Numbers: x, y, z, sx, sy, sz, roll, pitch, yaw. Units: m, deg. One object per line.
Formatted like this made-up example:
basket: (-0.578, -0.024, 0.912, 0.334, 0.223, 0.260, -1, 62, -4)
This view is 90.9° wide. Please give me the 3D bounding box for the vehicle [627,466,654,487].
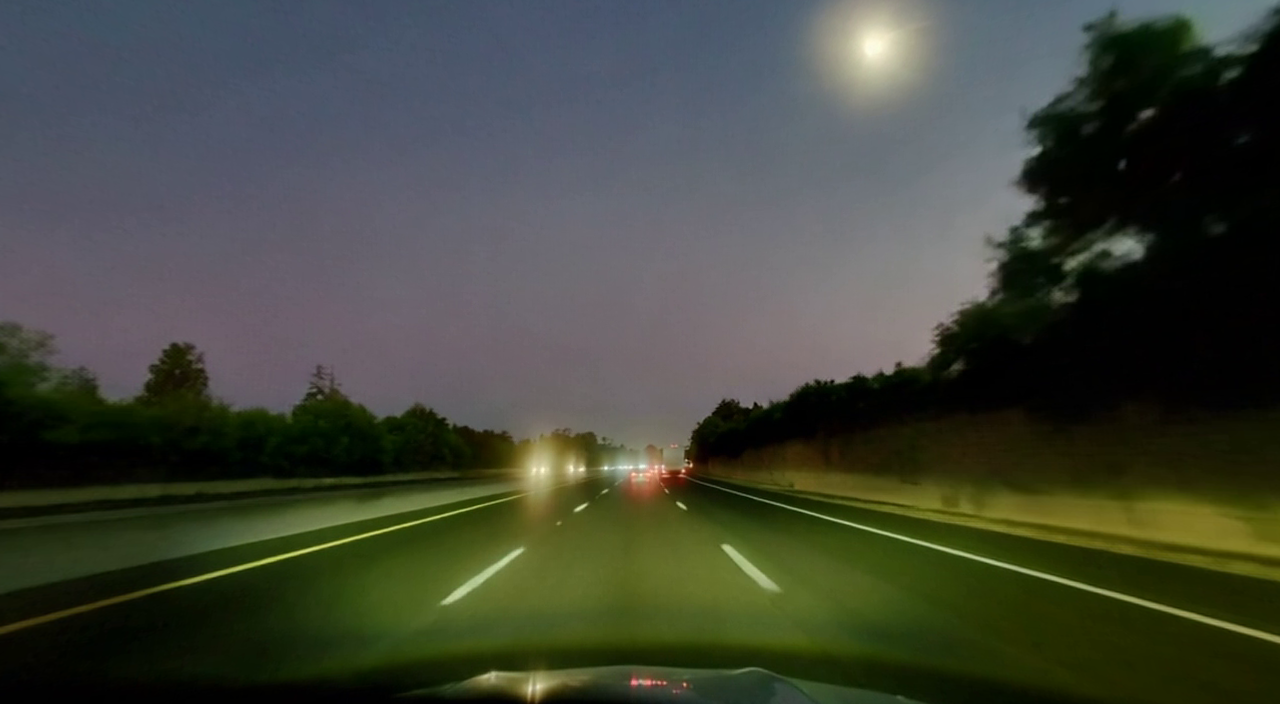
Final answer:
vehicle: (0.037, 9.592, 48.586, 2.015, 1.478, 3.920, 1, -10, -1)
